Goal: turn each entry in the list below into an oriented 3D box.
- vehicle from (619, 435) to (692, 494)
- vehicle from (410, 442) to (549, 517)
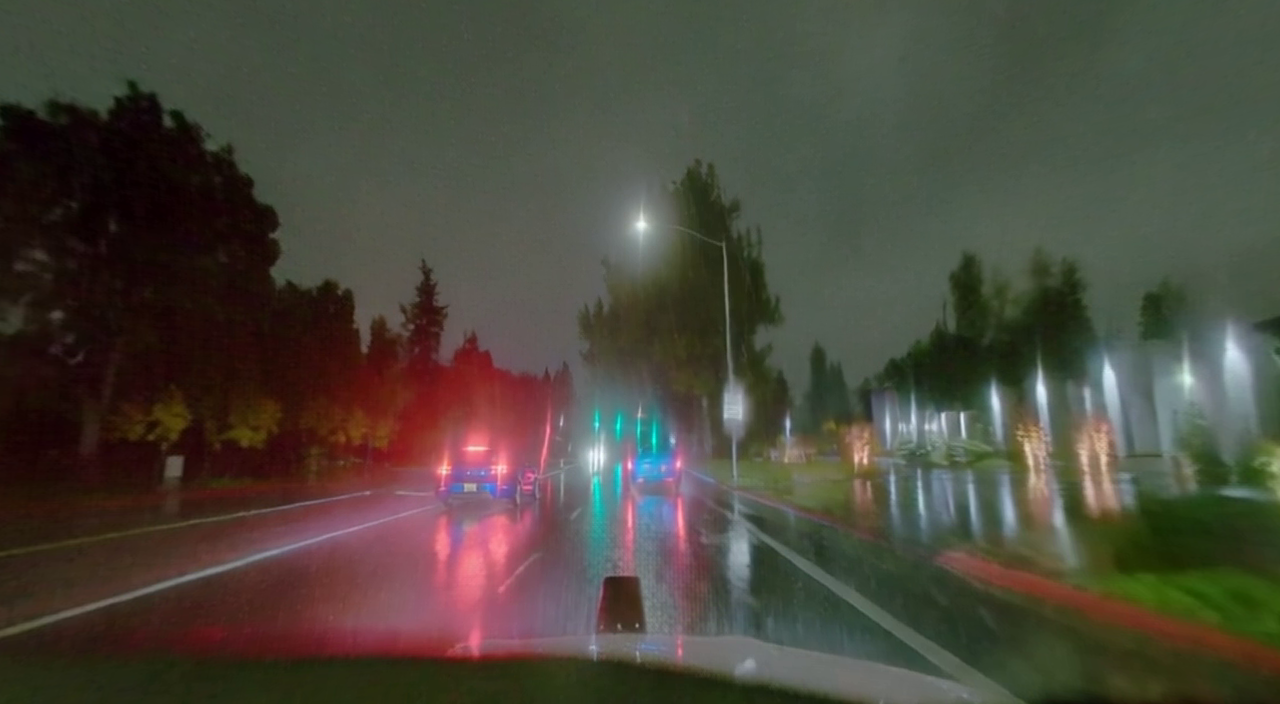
[{"bbox_3d":[0.397,3.802,21.610,2.215,1.799,4.426,0,-9,-2],"label":"vehicle"},{"bbox_3d":[-3.426,2.800,14.317,2.036,1.447,4.044,0,-9,1],"label":"vehicle"}]
